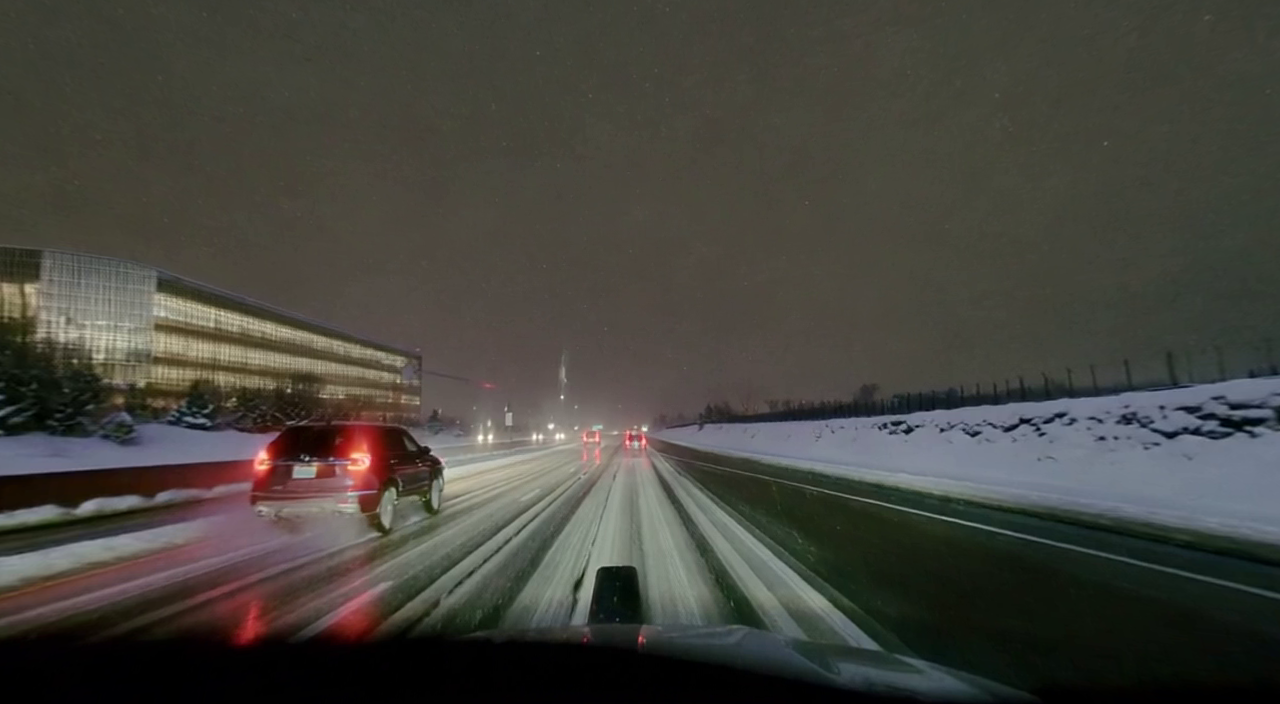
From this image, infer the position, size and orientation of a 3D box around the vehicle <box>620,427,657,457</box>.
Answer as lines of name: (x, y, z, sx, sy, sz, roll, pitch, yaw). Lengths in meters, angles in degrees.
vehicle: (-0.117, 5.300, 37.093, 2.036, 1.637, 4.009, 0, -8, -1)

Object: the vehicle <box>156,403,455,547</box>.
vehicle: (-4.462, 1.694, 9.427, 2.036, 1.612, 4.510, 0, -8, -1)
